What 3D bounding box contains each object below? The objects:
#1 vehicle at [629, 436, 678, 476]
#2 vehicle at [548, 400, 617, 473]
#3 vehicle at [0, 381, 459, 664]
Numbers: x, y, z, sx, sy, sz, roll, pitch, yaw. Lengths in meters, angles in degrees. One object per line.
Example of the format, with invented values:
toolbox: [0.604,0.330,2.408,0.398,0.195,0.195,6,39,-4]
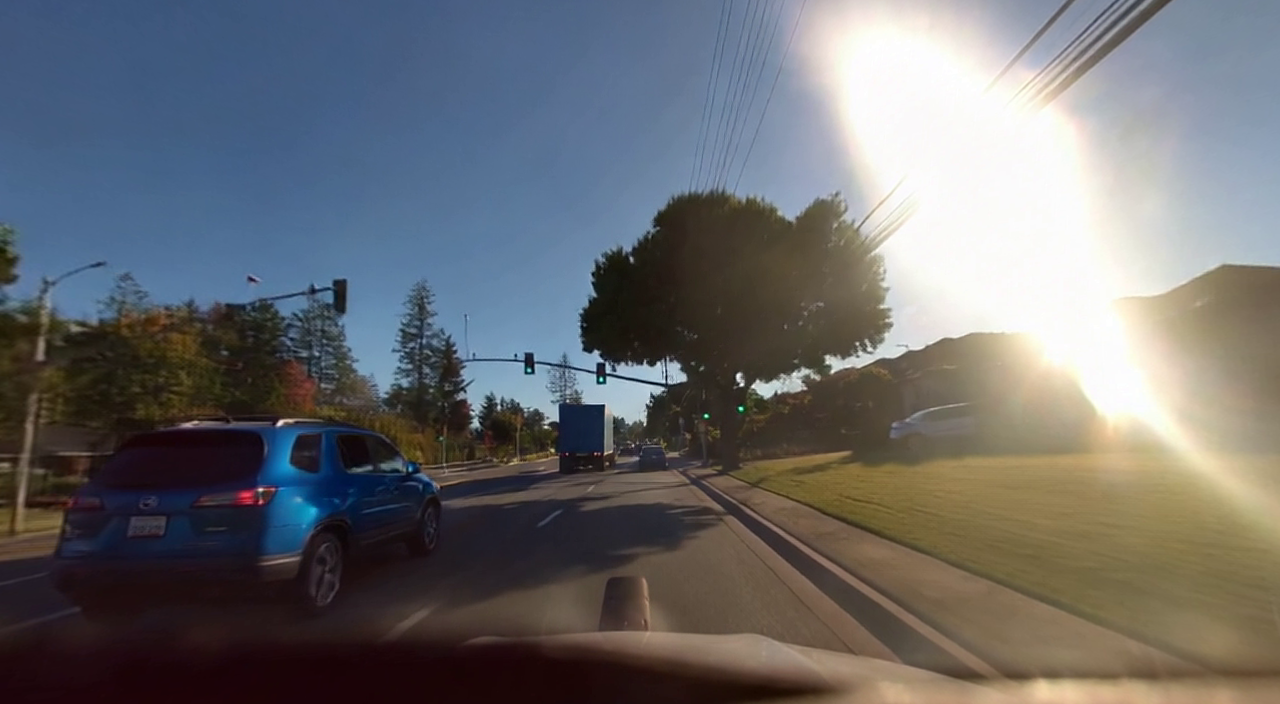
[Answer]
vehicle: [0.605,4.911,29.981,2.174,1.749,4.113,0,-9,1]
vehicle: [-3.077,4.944,36.521,2.928,3.658,8.980,0,-9,1]
vehicle: [-3.656,1.447,6.467,2.093,1.832,4.508,0,-9,2]
